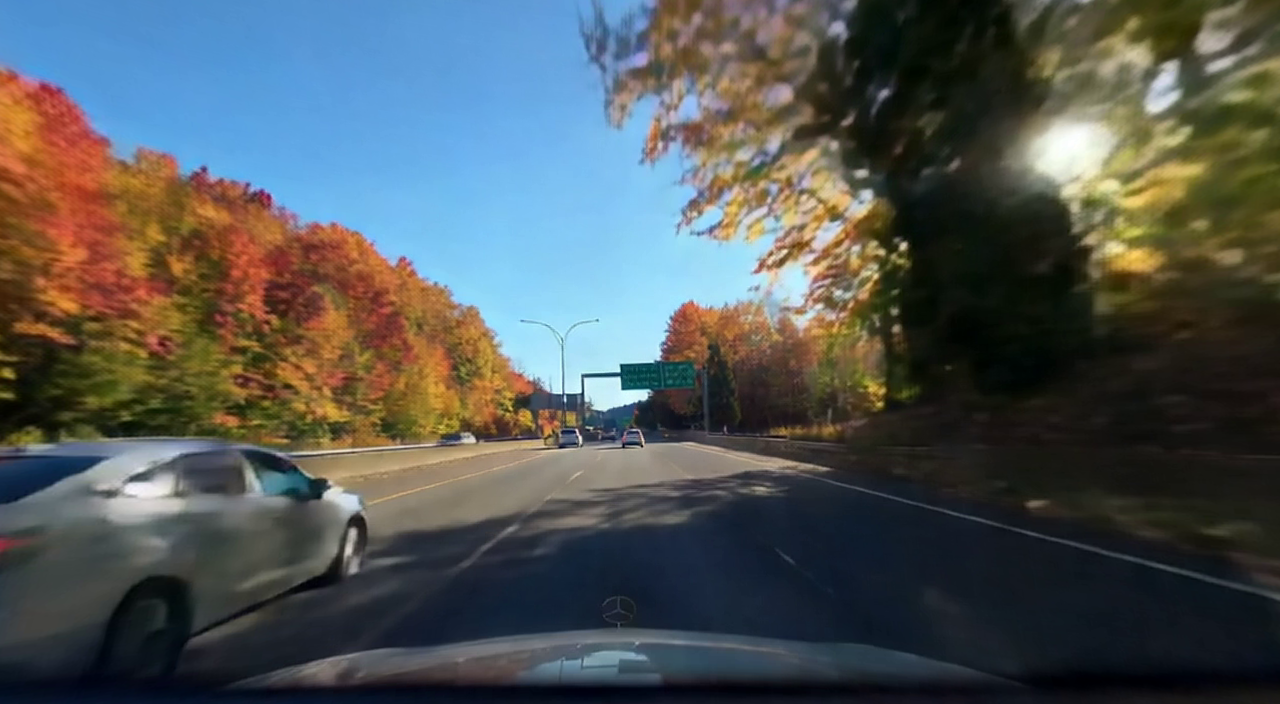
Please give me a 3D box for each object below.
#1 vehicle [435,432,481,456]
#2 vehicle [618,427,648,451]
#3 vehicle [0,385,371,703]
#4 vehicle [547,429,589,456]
[{"bbox_3d":[-12.264,6.227,42.621,1.906,1.554,4.103,0,-8,0],"label":"vehicle"},{"bbox_3d":[-0.493,6.134,44.389,2.054,1.609,3.859,0,-8,-1],"label":"vehicle"},{"bbox_3d":[-3.472,1.018,3.395,1.989,1.497,4.645,0,-8,0],"label":"vehicle"},{"bbox_3d":[-4.338,5.478,38.312,2.071,1.524,4.398,0,-8,0],"label":"vehicle"}]
